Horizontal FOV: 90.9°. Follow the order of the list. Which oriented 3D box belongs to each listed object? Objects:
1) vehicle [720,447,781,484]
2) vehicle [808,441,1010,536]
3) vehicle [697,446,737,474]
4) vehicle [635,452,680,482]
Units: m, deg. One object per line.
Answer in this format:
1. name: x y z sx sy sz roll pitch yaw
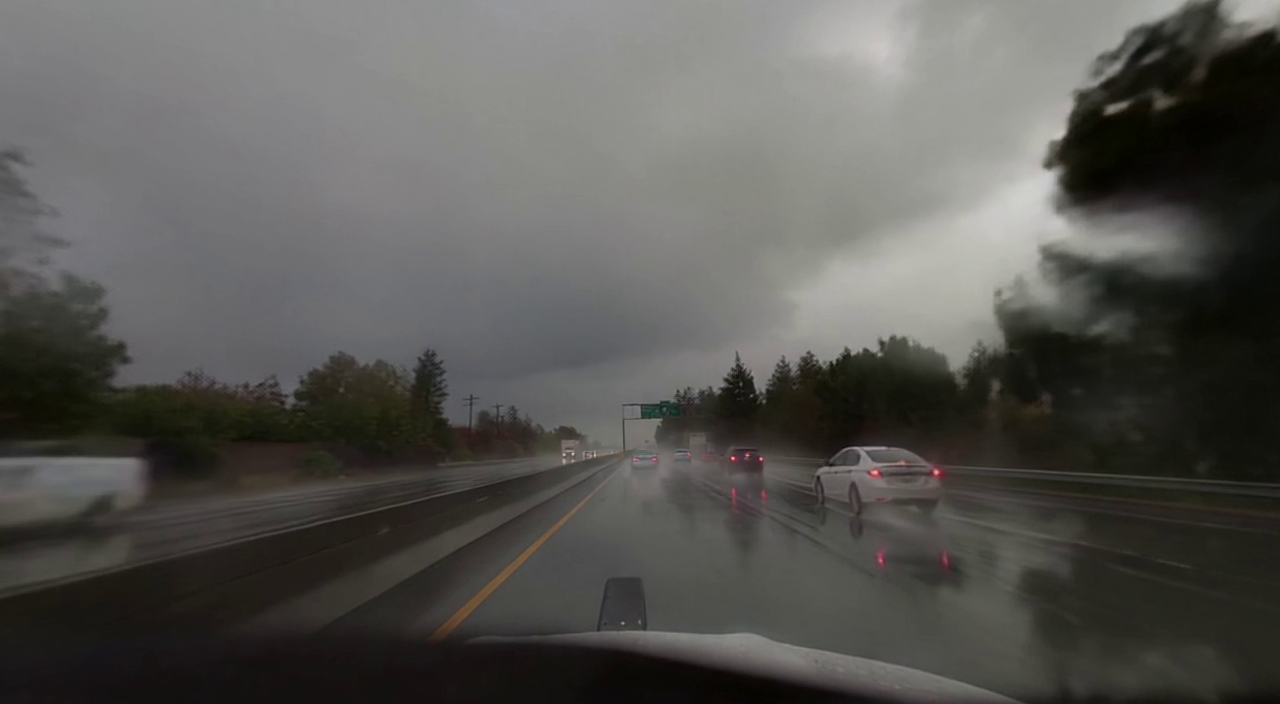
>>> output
1. vehicle: 4.799 4.994 27.901 1.952 1.495 3.740 0 -9 -1
2. vehicle: 4.854 2.515 12.264 1.827 1.462 4.697 0 -9 0
3. vehicle: 4.835 6.856 40.090 1.969 1.639 4.472 0 -9 0
4. vehicle: 0.778 5.426 30.026 2.012 1.320 3.777 0 -9 0
